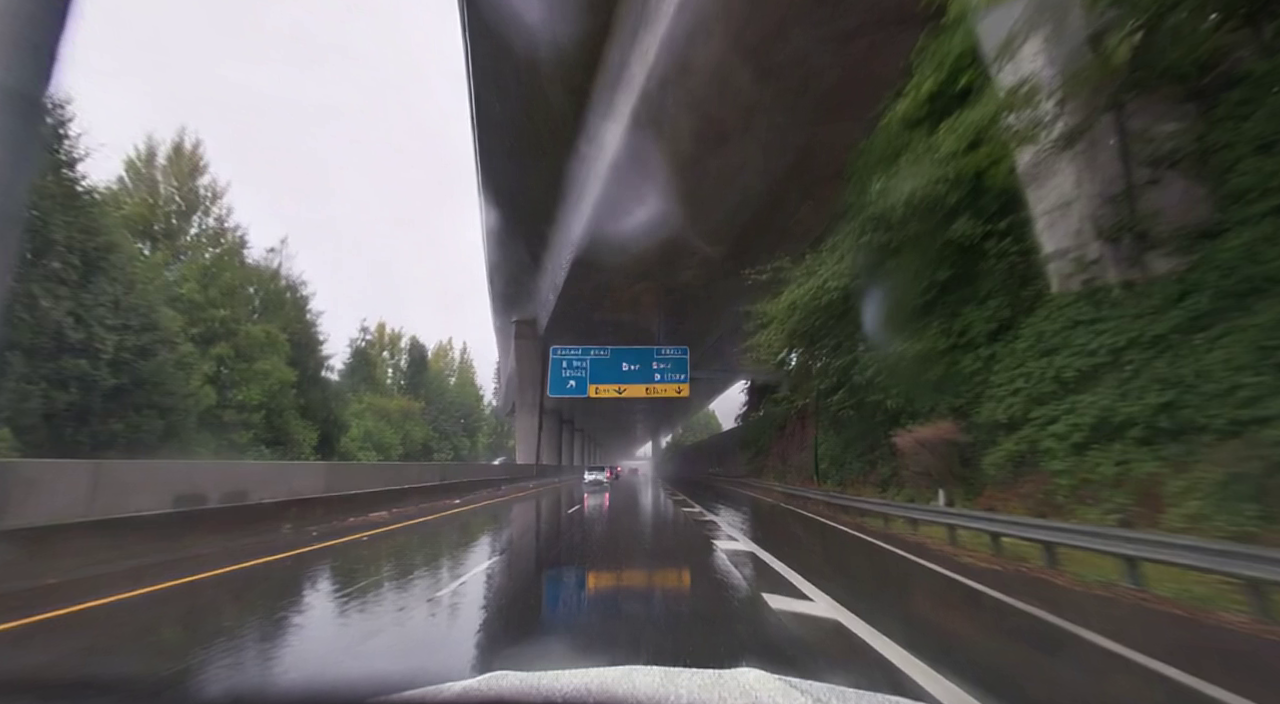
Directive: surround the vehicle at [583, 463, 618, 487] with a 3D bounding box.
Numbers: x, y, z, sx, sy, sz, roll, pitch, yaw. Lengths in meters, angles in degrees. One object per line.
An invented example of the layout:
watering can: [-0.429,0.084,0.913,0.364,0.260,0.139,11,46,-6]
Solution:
vehicle: [-2.703,8.607,44.219,2.168,1.561,4.588,1,-10,0]
